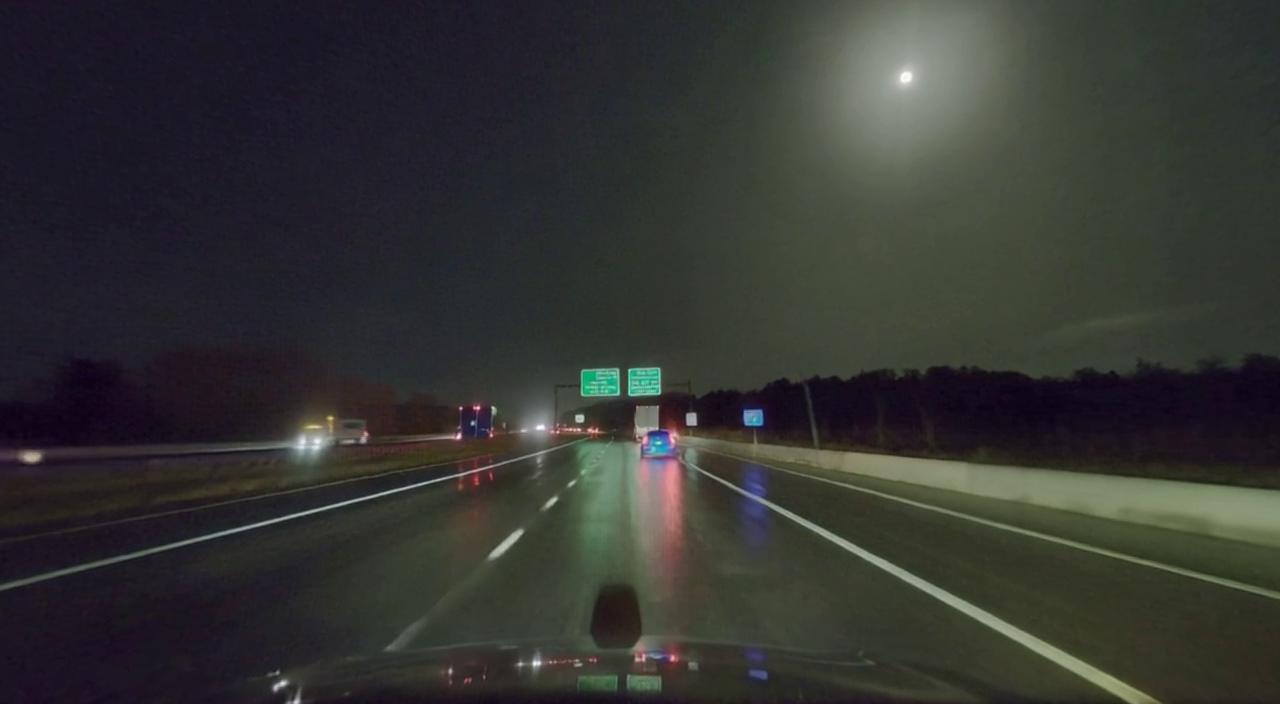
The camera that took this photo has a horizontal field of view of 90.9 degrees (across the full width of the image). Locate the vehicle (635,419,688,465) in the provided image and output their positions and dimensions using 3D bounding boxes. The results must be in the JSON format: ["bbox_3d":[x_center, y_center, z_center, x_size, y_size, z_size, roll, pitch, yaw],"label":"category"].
[{"bbox_3d":[0.886,4.044,28.440,2.076,1.914,4.287,0,-8,-2],"label":"vehicle"}]
